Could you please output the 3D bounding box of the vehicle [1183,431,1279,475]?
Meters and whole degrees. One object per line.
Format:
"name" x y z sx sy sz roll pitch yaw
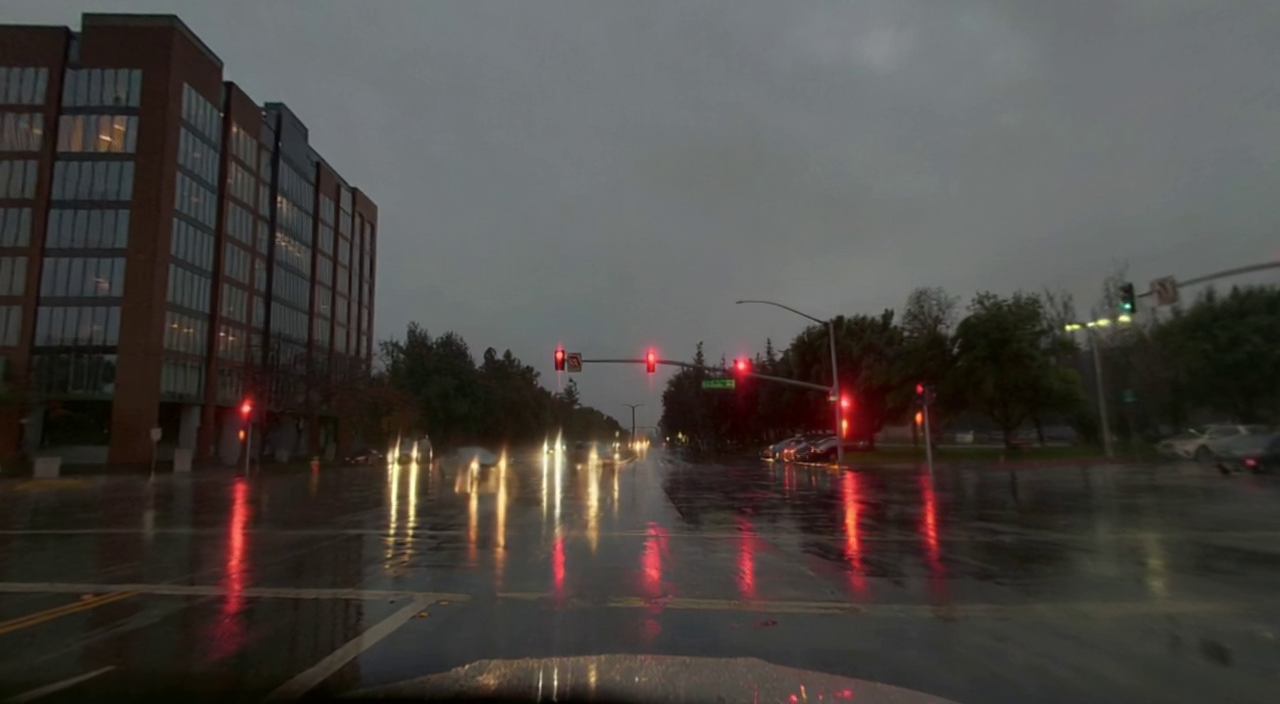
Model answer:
"vehicle" 22.328 3.559 22.359 4.474 1.477 1.908 0 -9 -3

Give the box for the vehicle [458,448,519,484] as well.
"vehicle" -6.180 4.527 25.480 1.910 1.288 4.093 3 -9 -20

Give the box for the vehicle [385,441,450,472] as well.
"vehicle" -15.122 7.124 43.244 2.340 1.946 5.450 -1 -9 1

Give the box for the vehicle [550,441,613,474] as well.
"vehicle" -2.982 5.173 31.263 2.109 1.461 4.637 3 -9 -19

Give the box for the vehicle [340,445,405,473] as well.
"vehicle" -18.542 7.413 44.085 2.237 1.842 5.116 0 -9 0
